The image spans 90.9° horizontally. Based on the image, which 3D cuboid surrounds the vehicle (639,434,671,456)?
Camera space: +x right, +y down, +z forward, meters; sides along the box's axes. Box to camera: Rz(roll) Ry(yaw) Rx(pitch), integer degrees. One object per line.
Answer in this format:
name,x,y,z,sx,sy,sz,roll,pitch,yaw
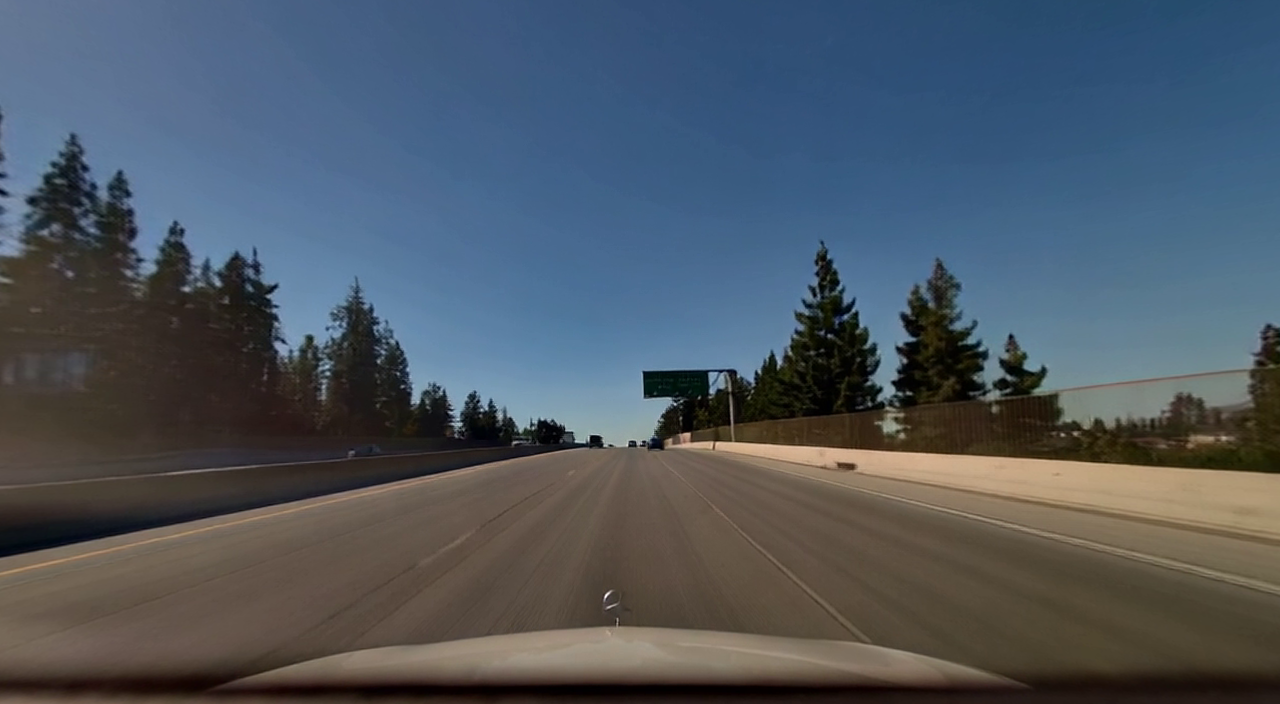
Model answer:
vehicle,0.967,6.243,42.468,1.911,1.449,3.776,0,-8,-3
